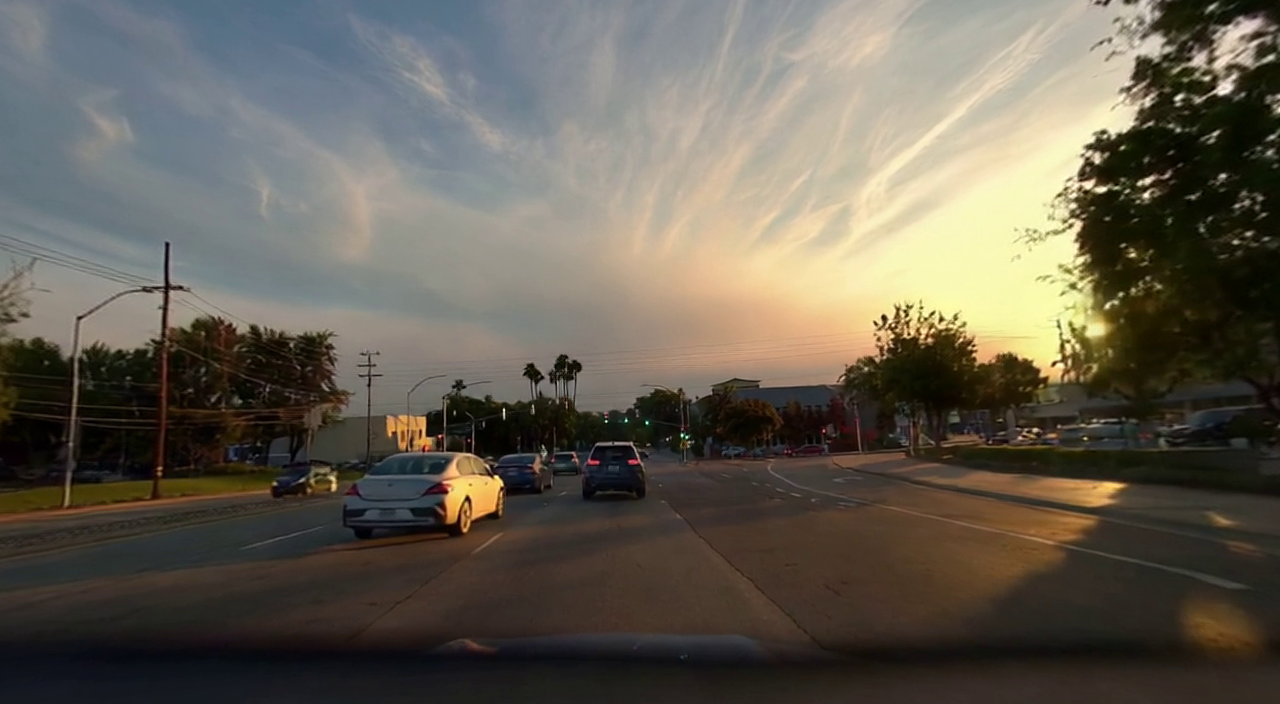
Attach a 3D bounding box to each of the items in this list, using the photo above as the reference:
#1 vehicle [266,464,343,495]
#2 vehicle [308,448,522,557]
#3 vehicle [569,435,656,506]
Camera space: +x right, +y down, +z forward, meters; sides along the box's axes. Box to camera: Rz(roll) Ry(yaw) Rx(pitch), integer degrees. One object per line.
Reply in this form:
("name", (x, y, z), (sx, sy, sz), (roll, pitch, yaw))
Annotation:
("vehicle", (-18.579, 7.084, 35.259), (1.872, 1.468, 4.316), (0, -8, 1))
("vehicle", (-3.529, 2.425, 10.969), (2.064, 1.464, 4.373), (0, -8, 1))
("vehicle", (-0.743, 3.433, 18.710), (2.276, 1.850, 3.897), (0, -8, -1))
